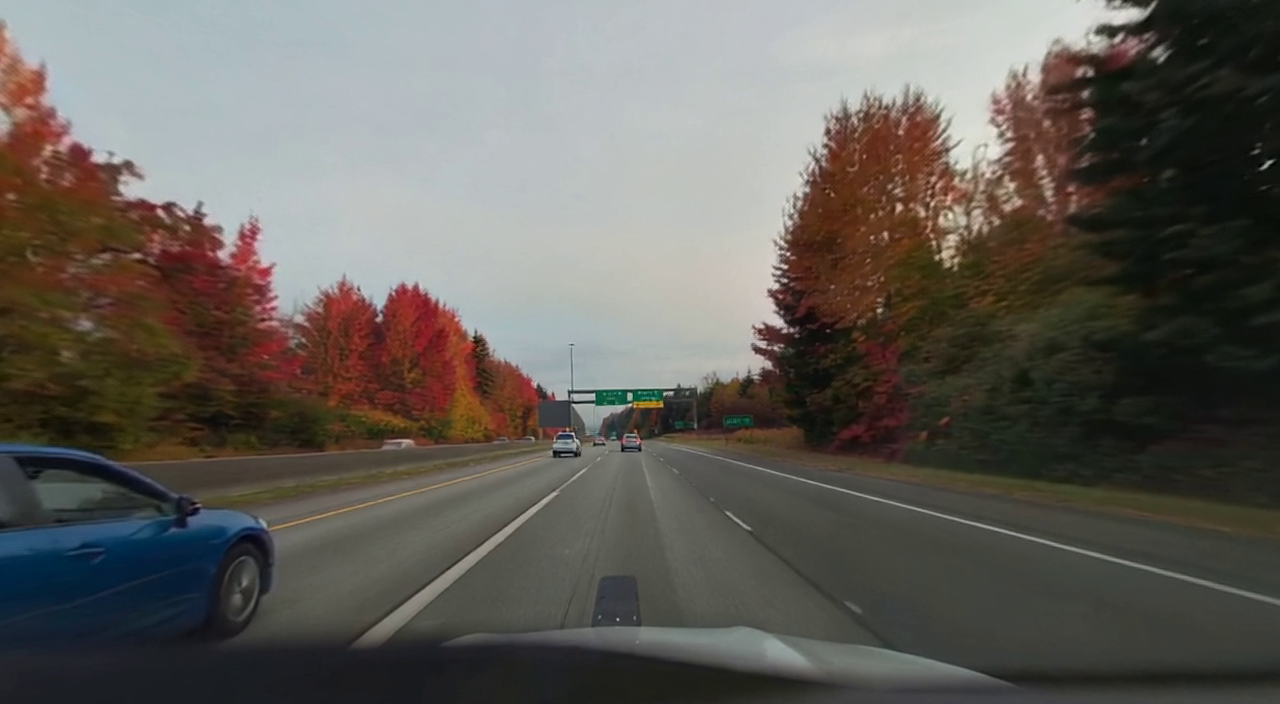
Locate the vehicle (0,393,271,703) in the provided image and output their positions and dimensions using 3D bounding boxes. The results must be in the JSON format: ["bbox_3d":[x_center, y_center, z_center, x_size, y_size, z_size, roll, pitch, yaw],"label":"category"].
[{"bbox_3d":[-3.497,0.837,1.880,1.989,1.497,4.645,0,-8,0],"label":"vehicle"}]

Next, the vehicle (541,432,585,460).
[{"bbox_3d":[-4.413,5.456,36.719,2.071,1.524,4.398,0,-8,-1],"label":"vehicle"}]

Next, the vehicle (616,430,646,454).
[{"bbox_3d":[-0.628,6.401,44.572,2.054,1.609,3.859,0,-8,-1],"label":"vehicle"}]

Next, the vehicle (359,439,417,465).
[{"bbox_3d":[-15.560,6.168,39.059,1.882,1.511,4.166,0,-8,0],"label":"vehicle"}]
